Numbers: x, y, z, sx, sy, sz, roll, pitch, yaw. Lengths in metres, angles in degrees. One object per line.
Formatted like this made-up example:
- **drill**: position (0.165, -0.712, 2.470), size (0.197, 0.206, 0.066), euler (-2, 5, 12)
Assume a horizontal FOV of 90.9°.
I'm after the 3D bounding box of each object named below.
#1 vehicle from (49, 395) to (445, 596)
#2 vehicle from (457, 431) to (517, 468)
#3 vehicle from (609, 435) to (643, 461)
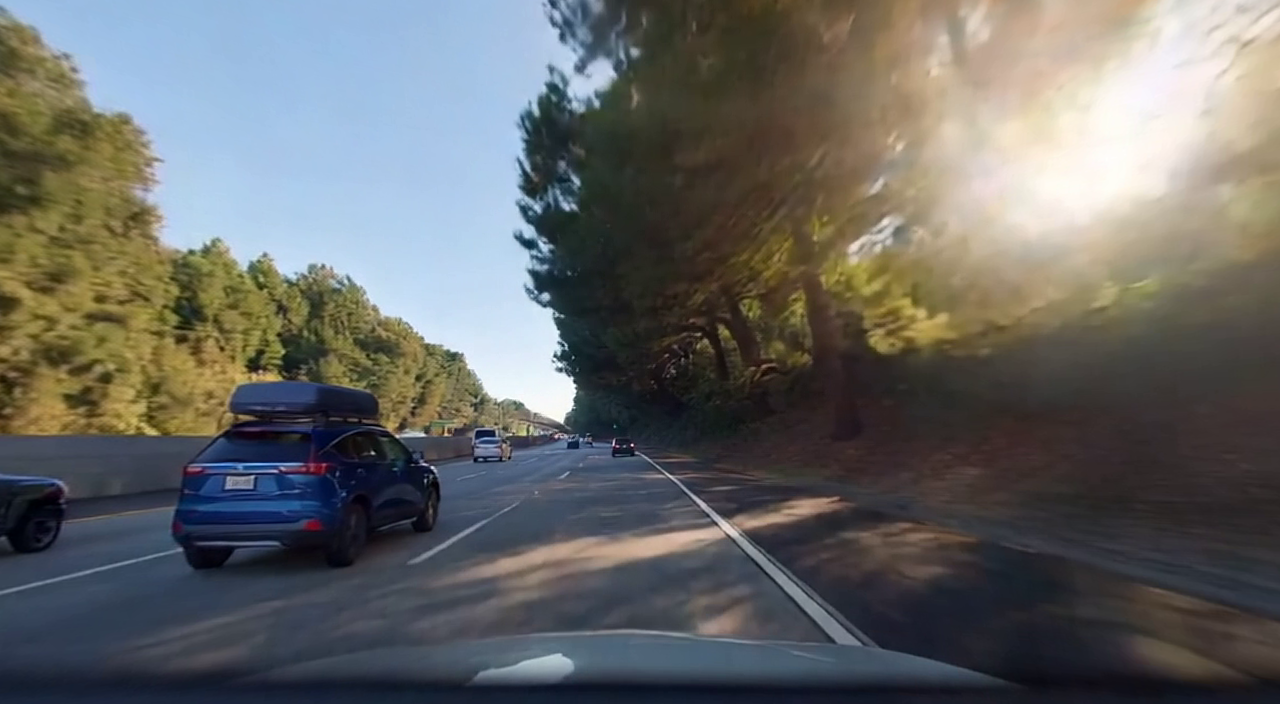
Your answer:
- **vehicle**: position (-4.200, 1.574, 7.964), size (2.069, 1.748, 4.652), euler (0, -8, -1)
- **vehicle**: position (-7.848, 5.016, 32.736), size (1.964, 1.745, 4.338), euler (0, -8, 1)
- **vehicle**: position (-0.925, 6.354, 42.030), size (2.178, 1.658, 3.916), euler (0, -8, -1)
